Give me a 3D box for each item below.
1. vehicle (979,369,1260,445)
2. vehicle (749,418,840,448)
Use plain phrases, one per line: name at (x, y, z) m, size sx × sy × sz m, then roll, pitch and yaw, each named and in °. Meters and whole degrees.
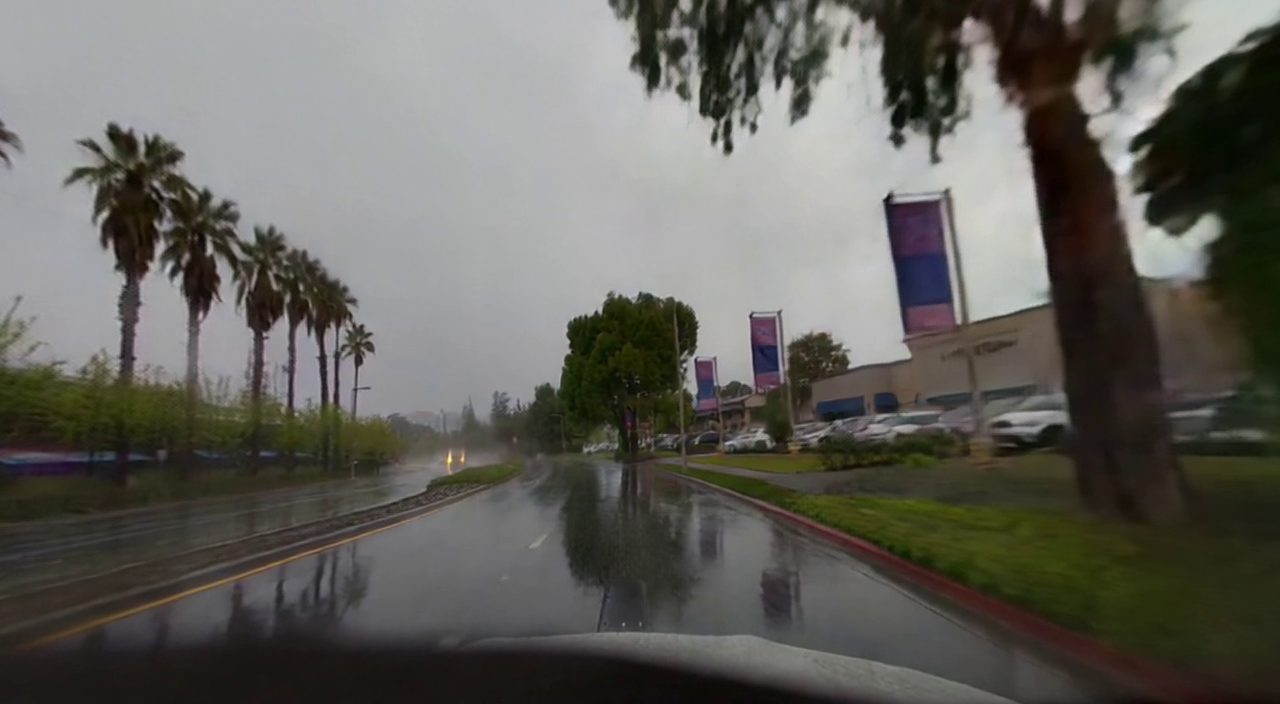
vehicle at (10.901, 1.345, 14.624) m, size 4.671 × 1.630 × 2.200 m, roll 0°, pitch -8°, yaw 2°
vehicle at (8.880, 4.689, 36.307) m, size 4.636 × 1.695 × 2.025 m, roll 1°, pitch -8°, yaw -4°
